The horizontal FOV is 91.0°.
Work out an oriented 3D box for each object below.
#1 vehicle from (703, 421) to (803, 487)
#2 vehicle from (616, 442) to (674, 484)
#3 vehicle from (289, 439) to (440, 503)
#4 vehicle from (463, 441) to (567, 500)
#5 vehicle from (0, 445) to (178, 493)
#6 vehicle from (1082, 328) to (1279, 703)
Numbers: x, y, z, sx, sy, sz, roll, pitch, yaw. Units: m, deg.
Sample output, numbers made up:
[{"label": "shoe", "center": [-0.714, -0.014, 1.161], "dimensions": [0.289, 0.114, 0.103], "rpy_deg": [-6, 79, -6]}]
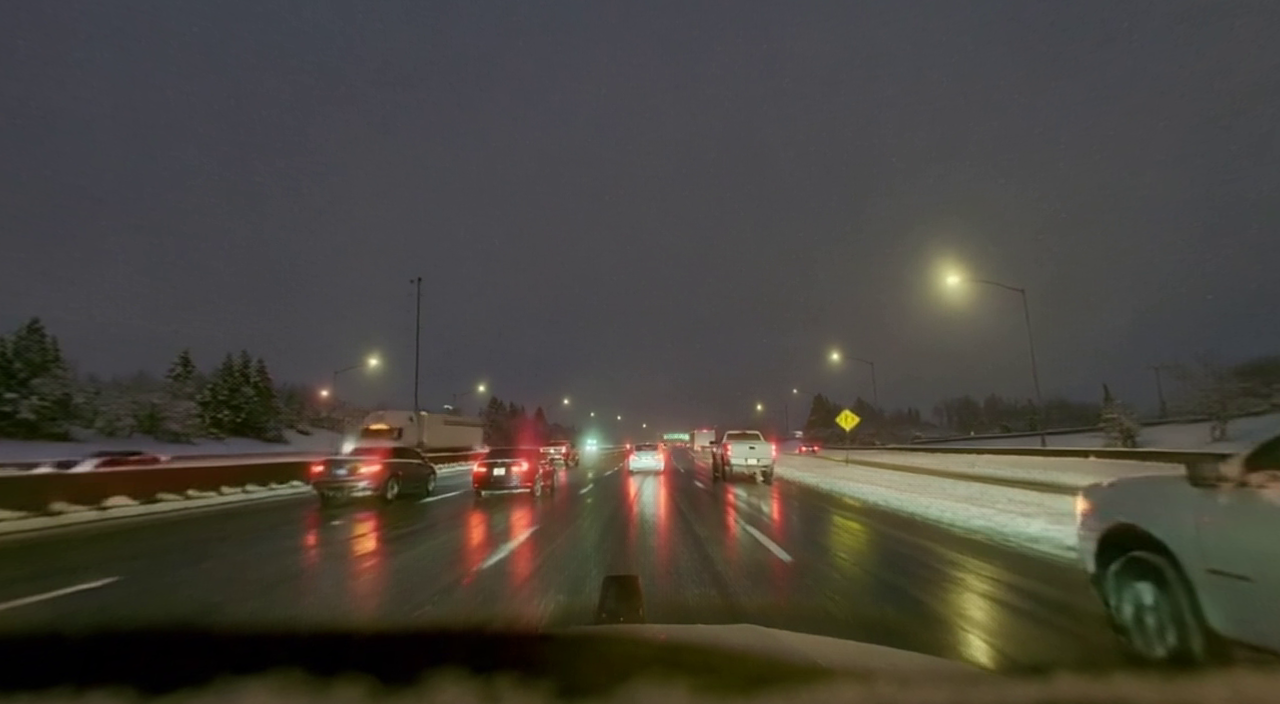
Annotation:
[{"label": "vehicle", "center": [4.101, 3.920, 24.378], "dimensions": [2.802, 2.151, 6.579], "rpy_deg": [0, -9, 2]}, {"label": "vehicle", "center": [0.231, 4.277, 24.600], "dimensions": [2.071, 1.478, 4.130], "rpy_deg": [0, -9, 1]}, {"label": "vehicle", "center": [-7.407, 3.244, 17.565], "dimensions": [2.065, 1.519, 4.491], "rpy_deg": [0, -9, 2]}, {"label": "vehicle", "center": [-3.473, 3.377, 18.392], "dimensions": [1.996, 1.488, 4.451], "rpy_deg": [0, -9, 2]}, {"label": "vehicle", "center": [-19.350, 4.099, 22.474], "dimensions": [1.967, 1.527, 4.747], "rpy_deg": [0, -9, 2]}, {"label": "vehicle", "center": [3.653, 0.628, 1.533], "dimensions": [2.045, 1.768, 4.249], "rpy_deg": [0, -9, 1]}]
